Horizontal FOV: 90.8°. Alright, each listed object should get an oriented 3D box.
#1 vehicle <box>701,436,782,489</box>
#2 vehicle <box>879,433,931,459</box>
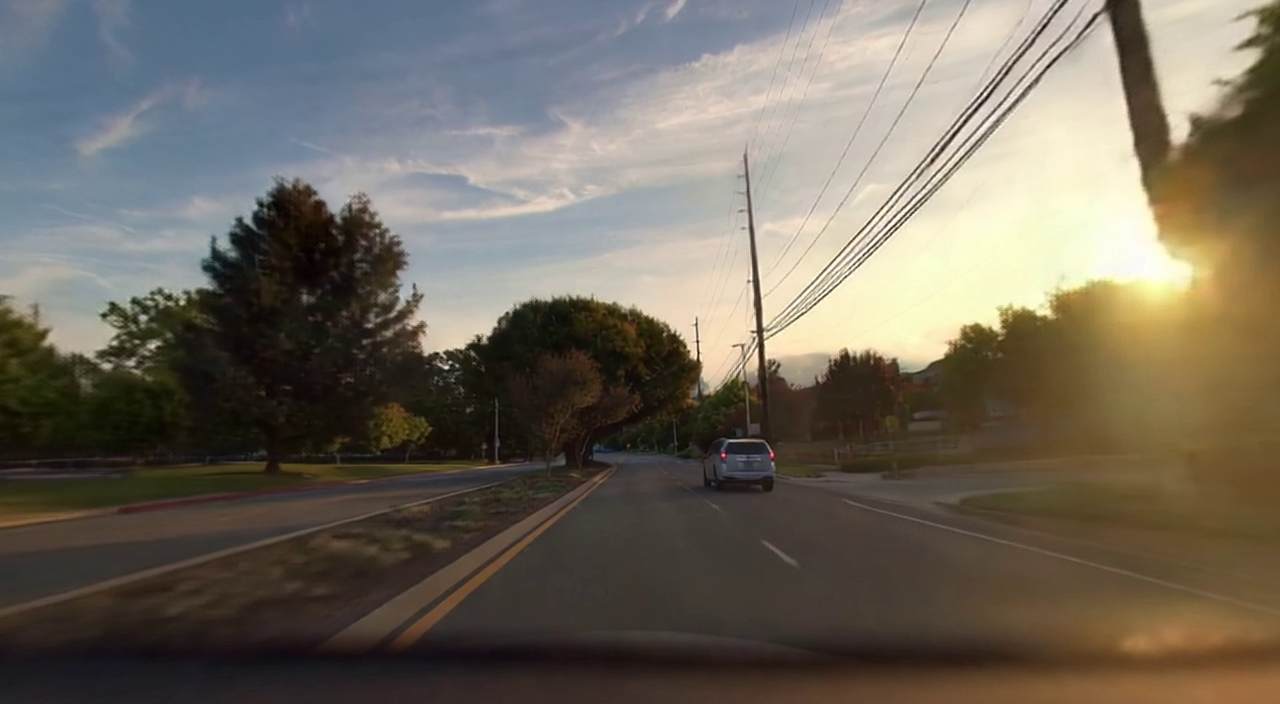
[{"bbox_3d":[3.705,4.159,24.095,2.193,1.777,4.772,0,-9,-1],"label":"vehicle"},{"bbox_3d":[16.184,5.779,38.774,1.674,1.455,3.769,0,-9,2],"label":"vehicle"}]
